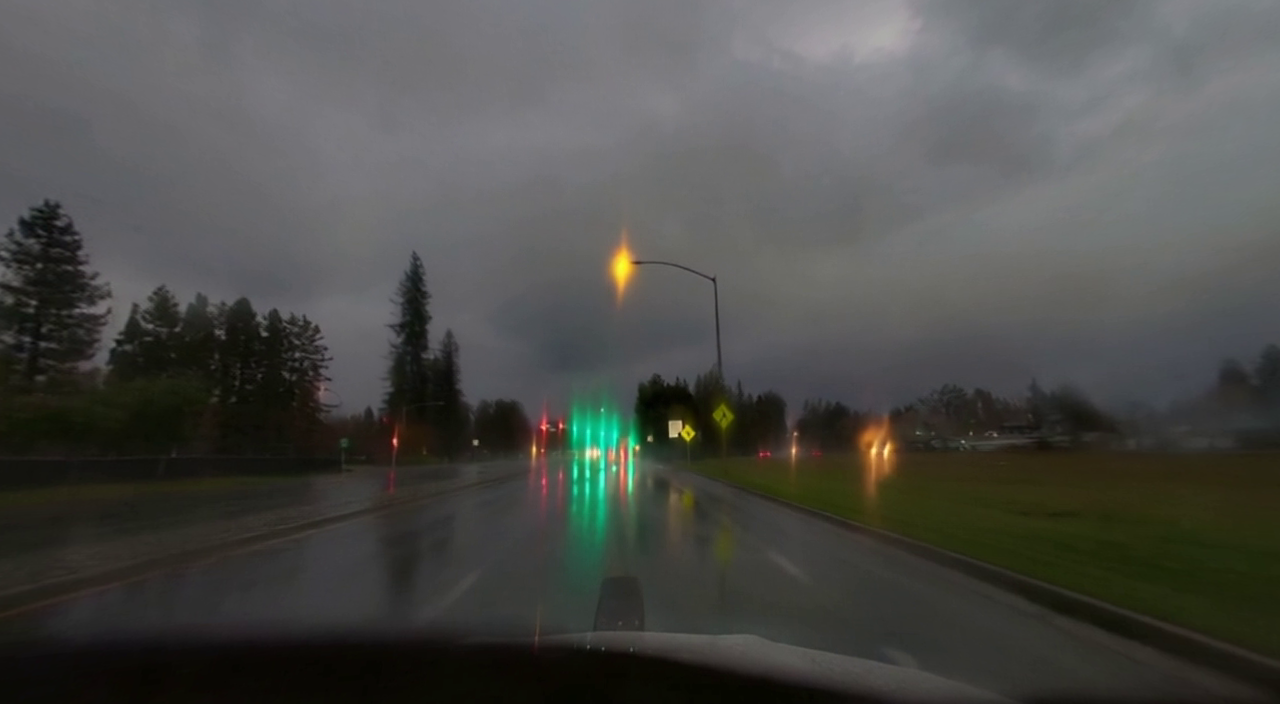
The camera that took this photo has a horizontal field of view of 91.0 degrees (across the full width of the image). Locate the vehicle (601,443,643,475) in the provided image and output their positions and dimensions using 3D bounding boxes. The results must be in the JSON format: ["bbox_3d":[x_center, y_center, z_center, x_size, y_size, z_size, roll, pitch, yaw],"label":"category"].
[{"bbox_3d":[-0.870,5.261,31.095,1.954,1.469,3.465,0,-8,-1],"label":"vehicle"}]
